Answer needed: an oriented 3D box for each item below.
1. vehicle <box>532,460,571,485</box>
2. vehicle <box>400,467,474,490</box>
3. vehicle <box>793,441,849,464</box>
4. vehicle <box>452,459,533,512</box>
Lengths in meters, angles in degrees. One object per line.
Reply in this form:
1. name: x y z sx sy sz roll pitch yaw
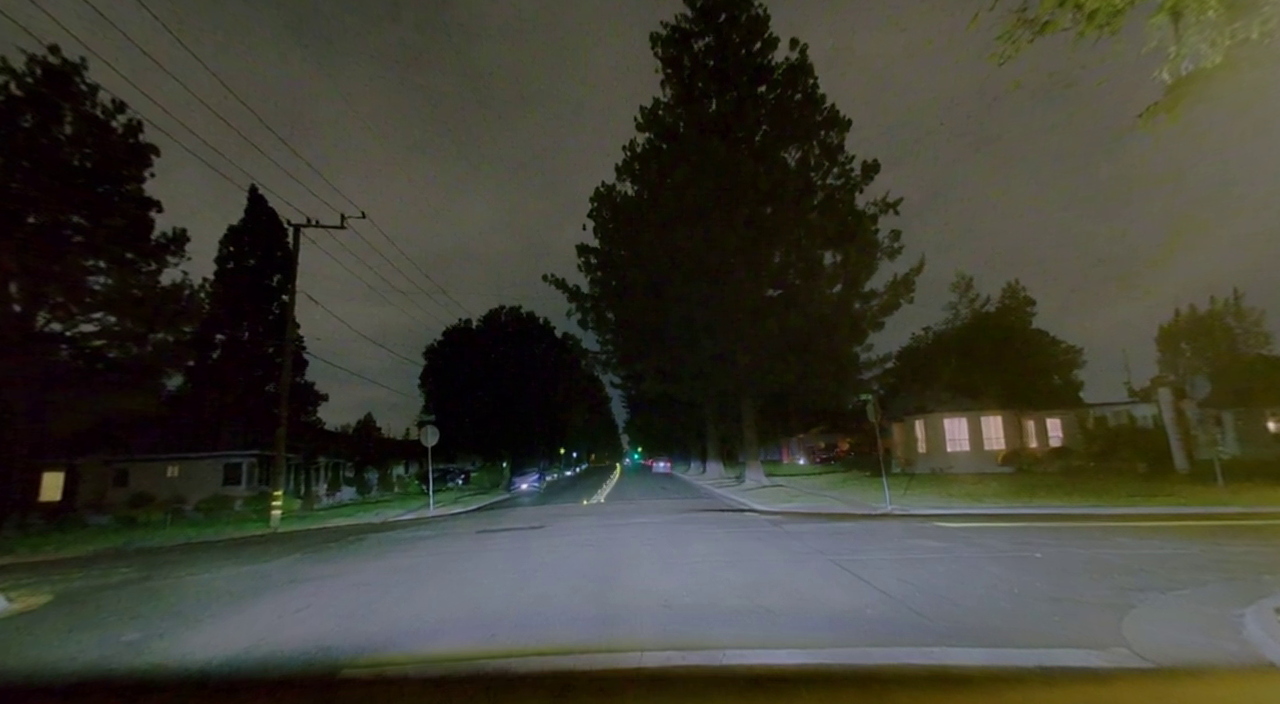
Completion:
1. vehicle: -6.558 8.933 46.976 2.133 1.525 4.401 -4 -9 0
2. vehicle: -14.200 8.859 44.211 4.601 1.486 1.876 -2 -8 12
3. vehicle: 12.433 6.926 43.518 3.563 1.551 1.916 -2 -8 12
4. vehicle: -6.200 5.627 27.068 2.149 1.823 4.613 -6 -10 1
